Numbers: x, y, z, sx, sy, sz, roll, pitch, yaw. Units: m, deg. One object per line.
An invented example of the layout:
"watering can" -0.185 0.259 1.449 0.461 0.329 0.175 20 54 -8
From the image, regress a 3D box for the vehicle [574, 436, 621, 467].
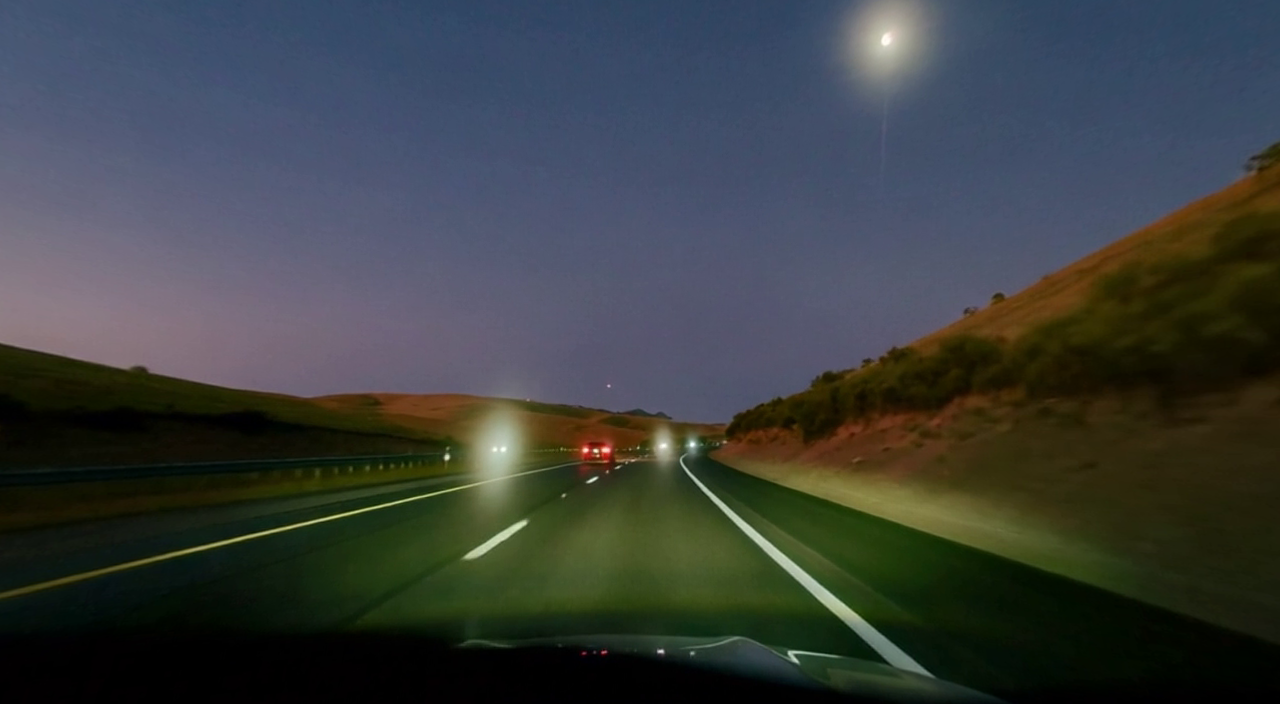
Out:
"vehicle" -2.489 5.973 38.140 2.252 1.743 4.560 -1 -8 3
